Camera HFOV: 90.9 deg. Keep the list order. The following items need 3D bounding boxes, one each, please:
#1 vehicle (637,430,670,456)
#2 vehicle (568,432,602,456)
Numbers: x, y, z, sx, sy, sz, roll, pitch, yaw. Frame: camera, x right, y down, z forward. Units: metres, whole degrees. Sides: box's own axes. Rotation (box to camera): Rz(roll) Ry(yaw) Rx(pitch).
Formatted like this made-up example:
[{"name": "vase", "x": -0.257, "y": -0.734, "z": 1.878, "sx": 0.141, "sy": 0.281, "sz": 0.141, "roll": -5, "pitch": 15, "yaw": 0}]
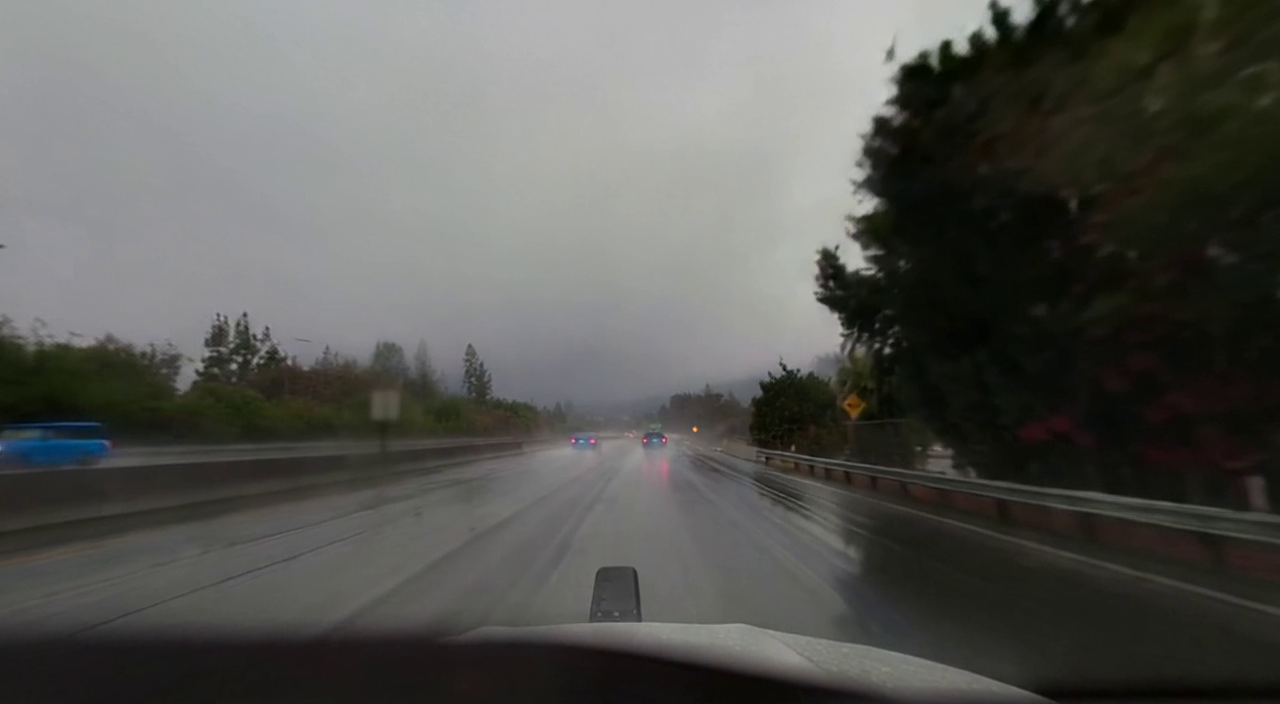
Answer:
[{"name": "vehicle", "x": 0.840, "y": 5.842, "z": 40.635, "sx": 2.041, "sy": 1.618, "sz": 3.898, "roll": 0, "pitch": -8, "yaw": 0}, {"name": "vehicle", "x": -3.671, "y": 6.181, "z": 42.456, "sx": 1.950, "sy": 1.518, "sz": 3.941, "roll": 0, "pitch": -8, "yaw": 0}]
